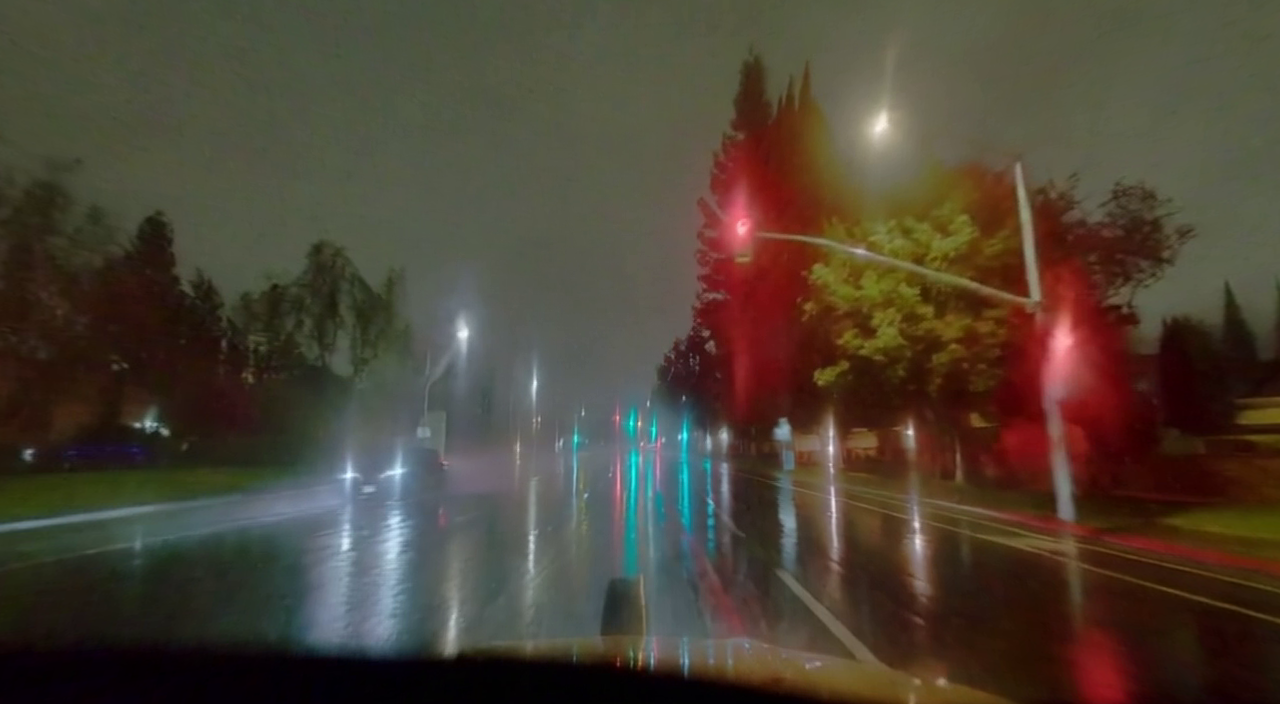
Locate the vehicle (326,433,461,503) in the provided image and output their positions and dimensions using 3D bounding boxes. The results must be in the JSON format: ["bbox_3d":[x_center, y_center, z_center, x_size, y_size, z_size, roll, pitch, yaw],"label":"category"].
[{"bbox_3d":[-6.762,3.208,17.896,2.008,1.718,4.356,0,-8,1],"label":"vehicle"}]

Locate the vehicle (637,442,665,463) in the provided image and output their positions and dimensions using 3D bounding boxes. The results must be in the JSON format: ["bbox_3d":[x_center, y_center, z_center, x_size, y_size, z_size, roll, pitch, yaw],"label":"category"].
[{"bbox_3d":[0.822,7.721,48.669,2.025,1.492,4.124,0,-8,0],"label":"vehicle"}]
